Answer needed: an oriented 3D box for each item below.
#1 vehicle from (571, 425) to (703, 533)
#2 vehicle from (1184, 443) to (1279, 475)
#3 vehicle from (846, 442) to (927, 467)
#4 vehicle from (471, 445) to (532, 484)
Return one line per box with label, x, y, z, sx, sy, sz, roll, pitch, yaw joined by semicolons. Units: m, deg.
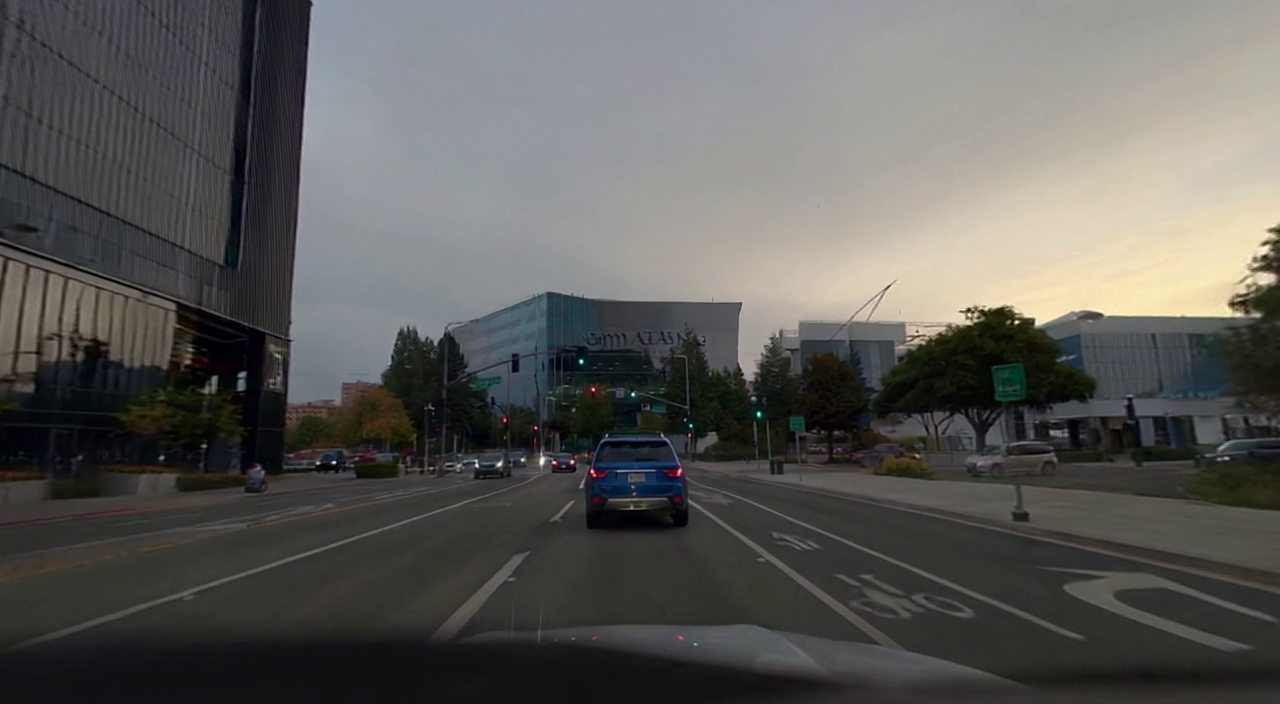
vehicle;-0.127;2.421;12.591;2.183;1.765;4.059;0;-9;-2
vehicle;32.530;5.706;33.722;5.161;1.610;2.024;0;-9;-3
vehicle;15.793;6.580;40.594;4.422;1.563;1.751;0;-9;-2
vehicle;-6.444;5.270;29.906;2.028;1.655;4.189;0;-9;-1
